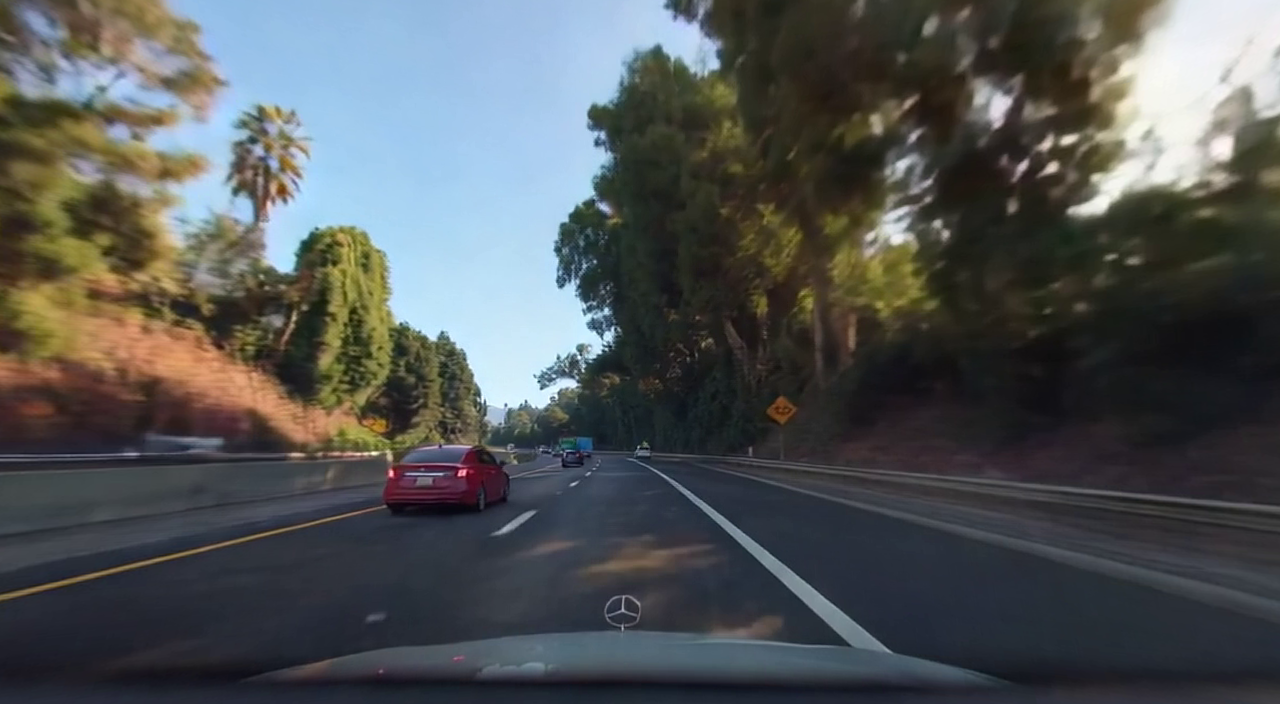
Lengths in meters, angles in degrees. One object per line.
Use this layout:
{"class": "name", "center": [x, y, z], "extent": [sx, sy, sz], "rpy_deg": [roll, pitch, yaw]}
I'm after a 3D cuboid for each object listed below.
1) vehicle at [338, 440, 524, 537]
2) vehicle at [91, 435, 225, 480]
{"class": "vehicle", "center": [-3.751, 2.524, 12.465], "extent": [1.957, 1.499, 4.965], "rpy_deg": [0, -9, 0]}
{"class": "vehicle", "center": [-16.644, 3.644, 22.041], "extent": [1.714, 1.423, 3.725], "rpy_deg": [0, -9, 0]}
